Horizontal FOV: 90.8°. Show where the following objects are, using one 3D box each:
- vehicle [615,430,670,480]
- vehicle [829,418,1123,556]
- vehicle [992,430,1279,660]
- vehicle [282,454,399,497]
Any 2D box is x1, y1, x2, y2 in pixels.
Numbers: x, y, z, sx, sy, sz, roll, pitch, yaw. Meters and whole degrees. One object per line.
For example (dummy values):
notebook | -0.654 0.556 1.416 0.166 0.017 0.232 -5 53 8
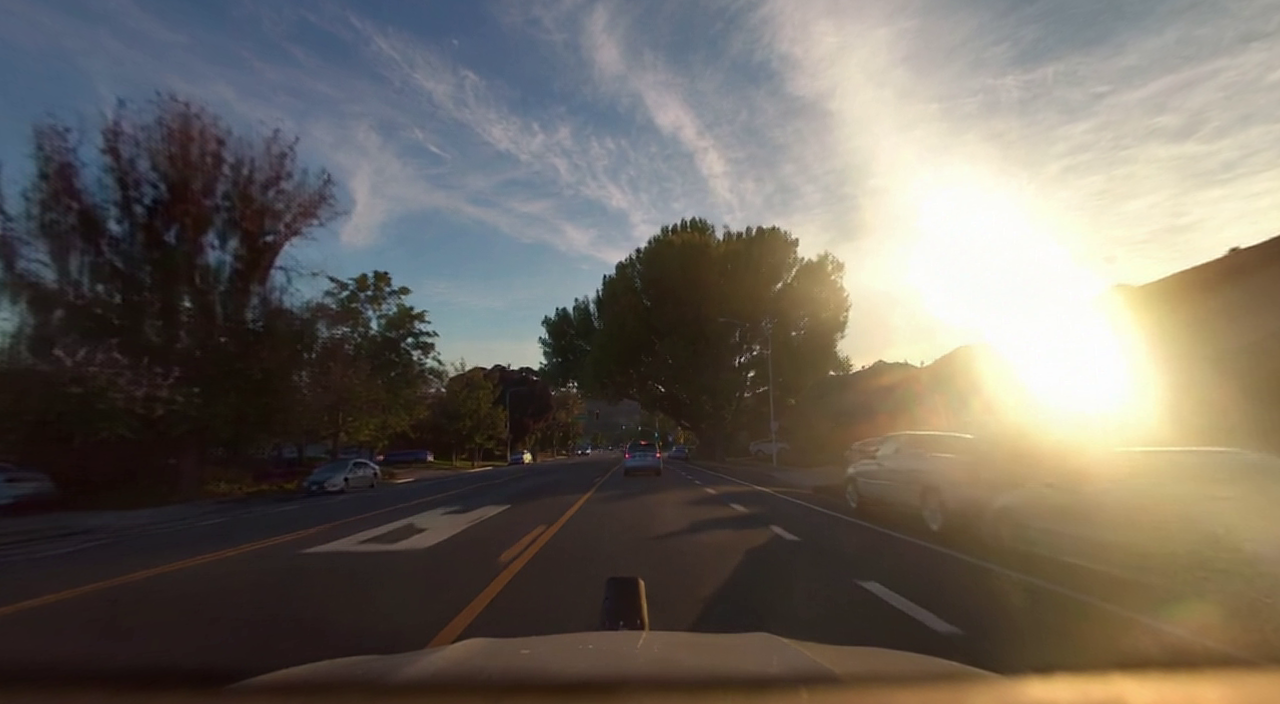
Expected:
vehicle | 0.071 4.412 27.253 2.153 1.942 4.767 0 -8 -1
vehicle | 4.987 2.058 10.423 2.153 1.730 4.659 0 -8 -2
vehicle | 5.066 1.406 5.197 1.902 1.472 4.139 0 -8 -1
vehicle | -12.446 5.125 26.754 2.192 1.541 5.391 -1 -8 2
